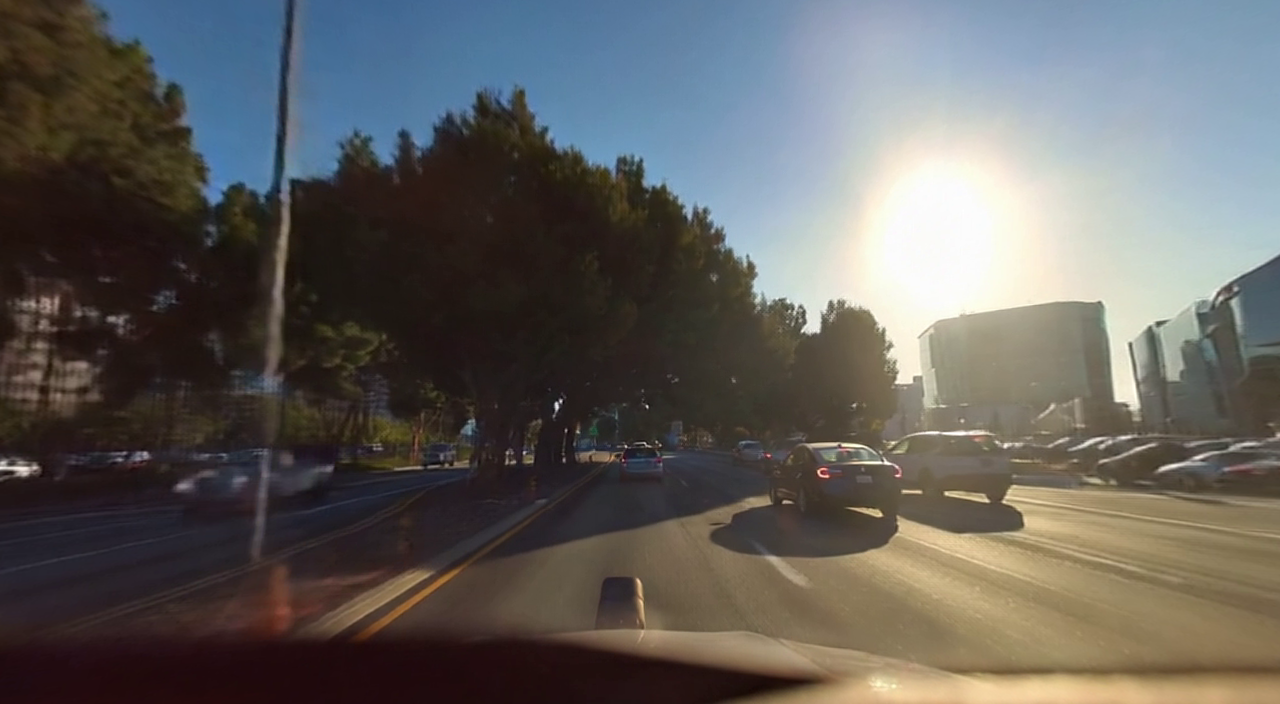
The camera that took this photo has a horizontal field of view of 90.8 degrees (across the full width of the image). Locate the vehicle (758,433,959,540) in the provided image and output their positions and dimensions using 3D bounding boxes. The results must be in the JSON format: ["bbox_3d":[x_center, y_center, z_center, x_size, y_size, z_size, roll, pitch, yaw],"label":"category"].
[{"bbox_3d":[3.438,2.188,10.941,1.858,1.466,4.230,0,-9,-1],"label":"vehicle"}]

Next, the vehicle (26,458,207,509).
[{"bbox_3d":[-17.556,4.400,21.603,1.961,1.462,4.741,-1,-9,3],"label":"vehicle"}]

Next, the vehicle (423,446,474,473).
[{"bbox_3d":[-12.559,7.054,41.738,1.954,1.689,4.443,0,-9,0],"label":"vehicle"}]

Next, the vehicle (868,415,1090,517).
[{"bbox_3d":[6.927,2.398,13.691,2.134,1.810,4.590,0,-9,-2],"label":"vehicle"}]

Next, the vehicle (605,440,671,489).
[{"bbox_3d":[-0.081,3.708,21.127,1.994,1.479,3.647,0,-9,-1],"label":"vehicle"}]

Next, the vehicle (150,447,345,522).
[{"bbox_3d":[-8.957,3.014,14.960,1.895,1.503,4.237,0,-9,0],"label":"vehicle"}]

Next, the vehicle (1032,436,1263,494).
[{"bbox_3d":[13.852,3.111,17.631,4.512,1.466,1.949,-3,-9,18],"label":"vehicle"}]

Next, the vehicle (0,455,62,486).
[{"bbox_3d":[-34.568,6.439,34.137,2.222,1.536,4.849,-2,-9,-2],"label":"vehicle"}]
